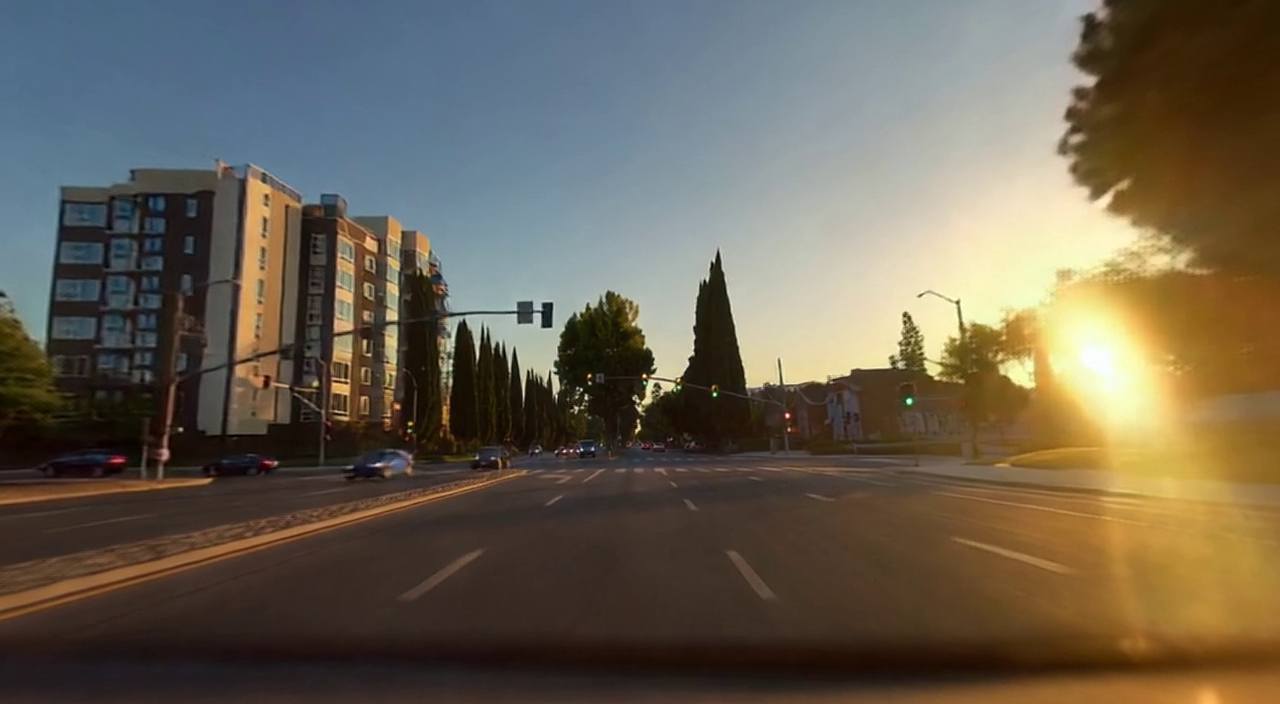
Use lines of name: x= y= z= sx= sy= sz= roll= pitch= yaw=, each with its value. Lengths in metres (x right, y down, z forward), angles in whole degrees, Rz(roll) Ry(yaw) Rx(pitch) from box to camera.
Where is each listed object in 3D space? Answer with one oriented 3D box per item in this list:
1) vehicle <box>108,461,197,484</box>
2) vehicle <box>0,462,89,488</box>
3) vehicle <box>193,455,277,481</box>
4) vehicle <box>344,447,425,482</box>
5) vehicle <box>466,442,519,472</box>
vehicle: x=-32.424 y=8.007 z=42.086 sx=4.528 sy=1.451 sz=1.844 roll=-1 pitch=-8 yaw=4
vehicle: x=-39.880 y=8.221 z=42.277 sx=4.110 sy=1.576 sz=1.853 roll=0 pitch=-8 yaw=0
vehicle: x=-26.207 y=7.492 z=40.919 sx=4.464 sy=1.599 sz=2.014 roll=-3 pitch=-9 yaw=15
vehicle: x=-11.990 y=5.280 z=29.995 sx=1.952 sy=1.478 sz=4.521 roll=0 pitch=-8 yaw=0
vehicle: x=-8.895 y=6.365 z=38.502 sx=2.140 sy=1.685 sz=4.571 roll=0 pitch=-8 yaw=0
